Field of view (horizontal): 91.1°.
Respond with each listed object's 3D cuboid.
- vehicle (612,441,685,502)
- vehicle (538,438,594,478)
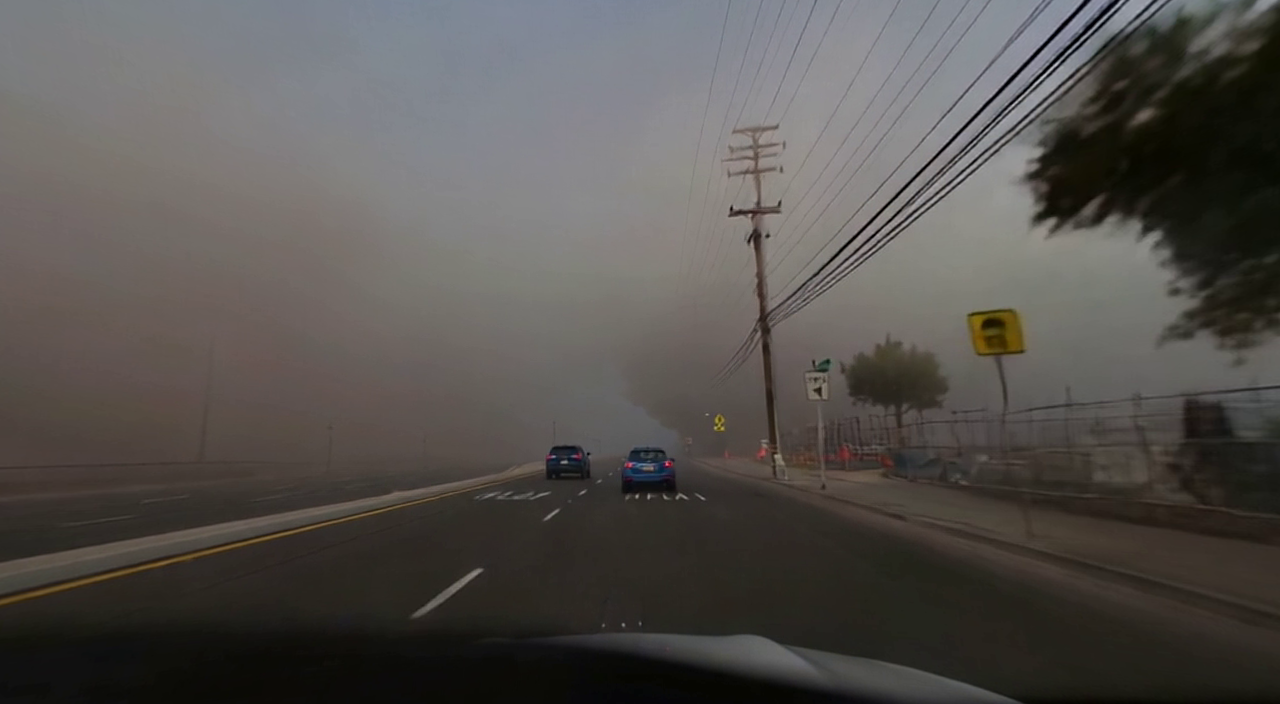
[{"bbox_3d":[0.236,3.702,19.920,2.059,1.691,3.980,0,-8,0],"label":"vehicle"},{"bbox_3d":[-3.523,5.119,30.541,2.078,1.804,4.387,0,-8,1],"label":"vehicle"}]
